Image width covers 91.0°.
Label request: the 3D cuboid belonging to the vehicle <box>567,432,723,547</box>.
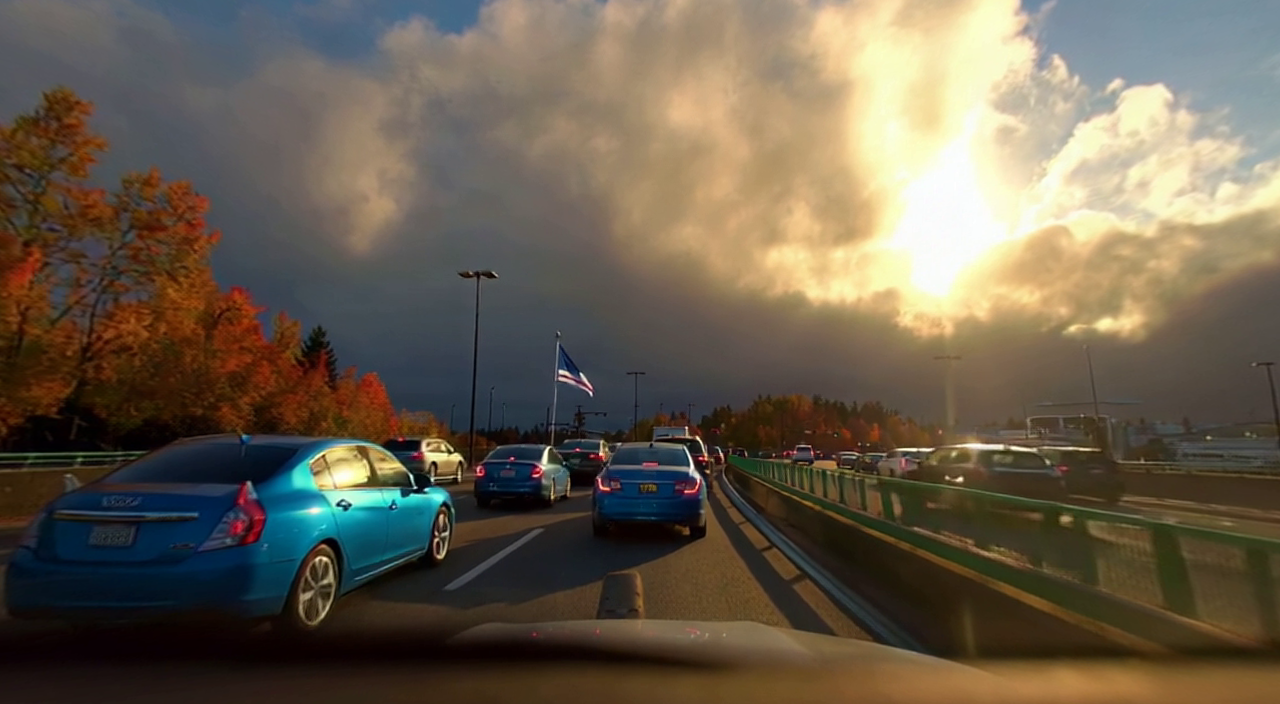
[{"bbox_3d":[0.204,2.173,10.658,2.090,1.506,4.276,0,-9,4],"label":"vehicle"}]

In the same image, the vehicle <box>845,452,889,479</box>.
[{"bbox_3d":[14.072,7.025,39.211,1.749,1.481,3.808,-1,-9,8],"label":"vehicle"}]

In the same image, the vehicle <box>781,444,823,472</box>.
[{"bbox_3d":[9.678,6.357,37.888,1.944,1.544,4.301,-1,-9,8],"label":"vehicle"}]

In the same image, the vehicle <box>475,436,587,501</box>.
[{"bbox_3d":[-2.853,3.178,17.632,1.974,1.549,4.603,0,-9,5],"label":"vehicle"}]

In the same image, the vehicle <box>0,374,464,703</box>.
[{"bbox_3d":[-3.118,1.235,5.001,1.988,1.635,4.260,0,-9,3],"label":"vehicle"}]

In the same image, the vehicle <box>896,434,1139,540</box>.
[{"bbox_3d":[6.844,2.461,12.194,2.011,1.610,4.568,0,-9,2],"label":"vehicle"}]
